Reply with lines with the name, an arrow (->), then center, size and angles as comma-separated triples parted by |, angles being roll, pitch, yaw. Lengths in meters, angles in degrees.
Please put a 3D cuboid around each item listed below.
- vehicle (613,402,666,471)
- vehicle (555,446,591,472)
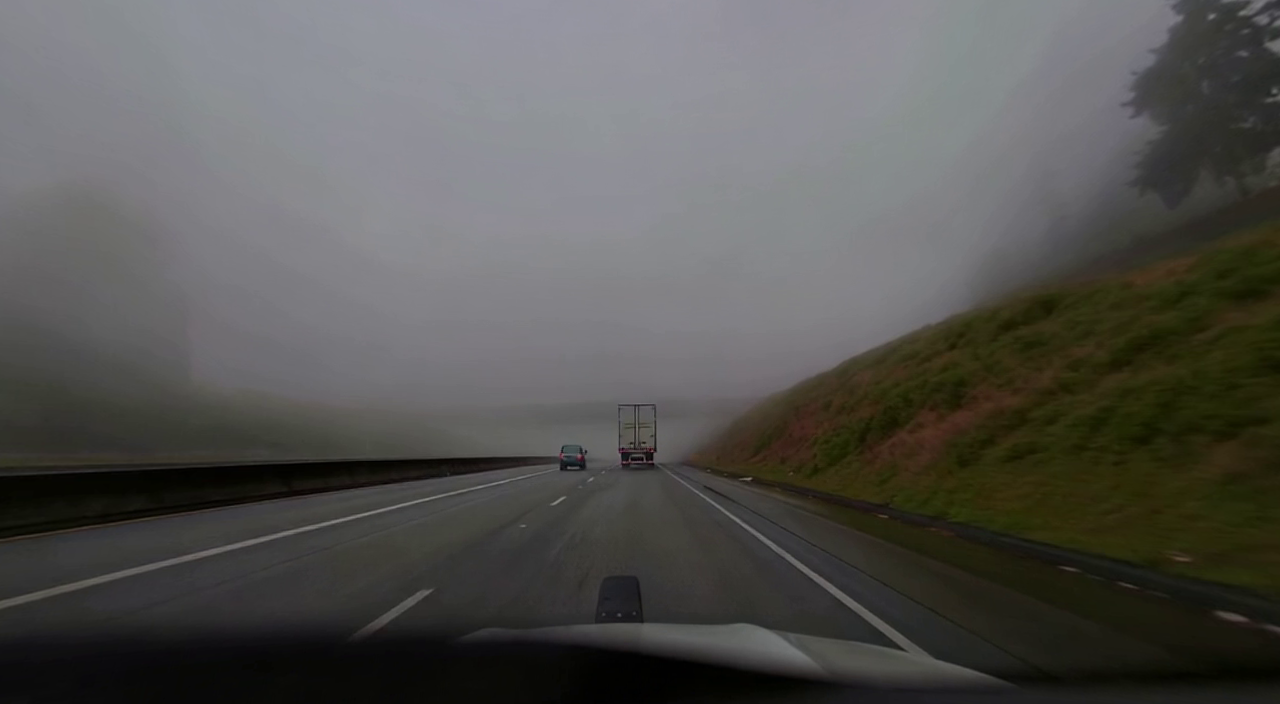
vehicle -> -0.186, 5.844, 42.747 | 3.033, 3.985, 12.383 | 0, -9, -1
vehicle -> -4.354, 6.978, 41.392 | 2.005, 1.595, 4.253 | 0, -9, -2
